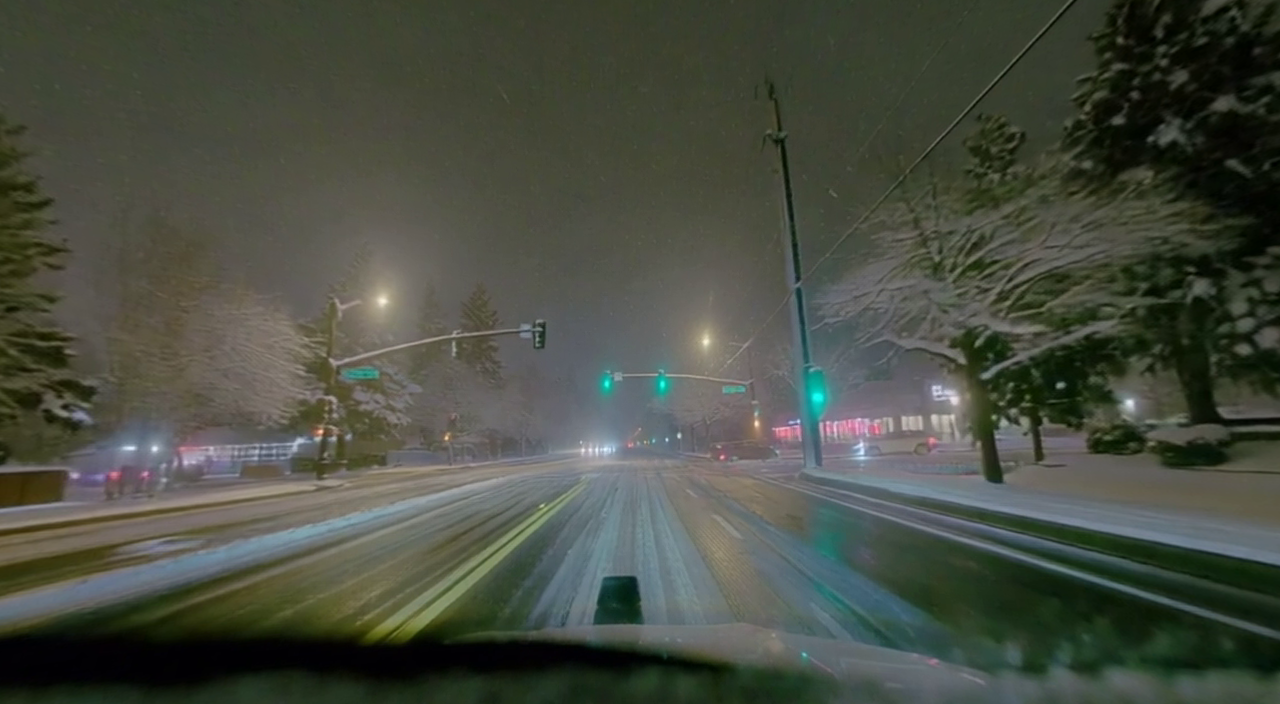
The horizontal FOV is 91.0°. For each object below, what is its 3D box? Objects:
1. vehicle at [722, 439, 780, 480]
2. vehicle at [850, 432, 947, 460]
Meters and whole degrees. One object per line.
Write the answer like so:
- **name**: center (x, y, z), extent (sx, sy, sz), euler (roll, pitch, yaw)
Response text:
- **vehicle**: center (4.468, 4.288, 25.393), extent (2.064, 1.470, 4.610), euler (-1, -9, 10)
- **vehicle**: center (15.051, 5.518, 36.859), extent (4.704, 1.544, 2.112), euler (0, -9, 1)
